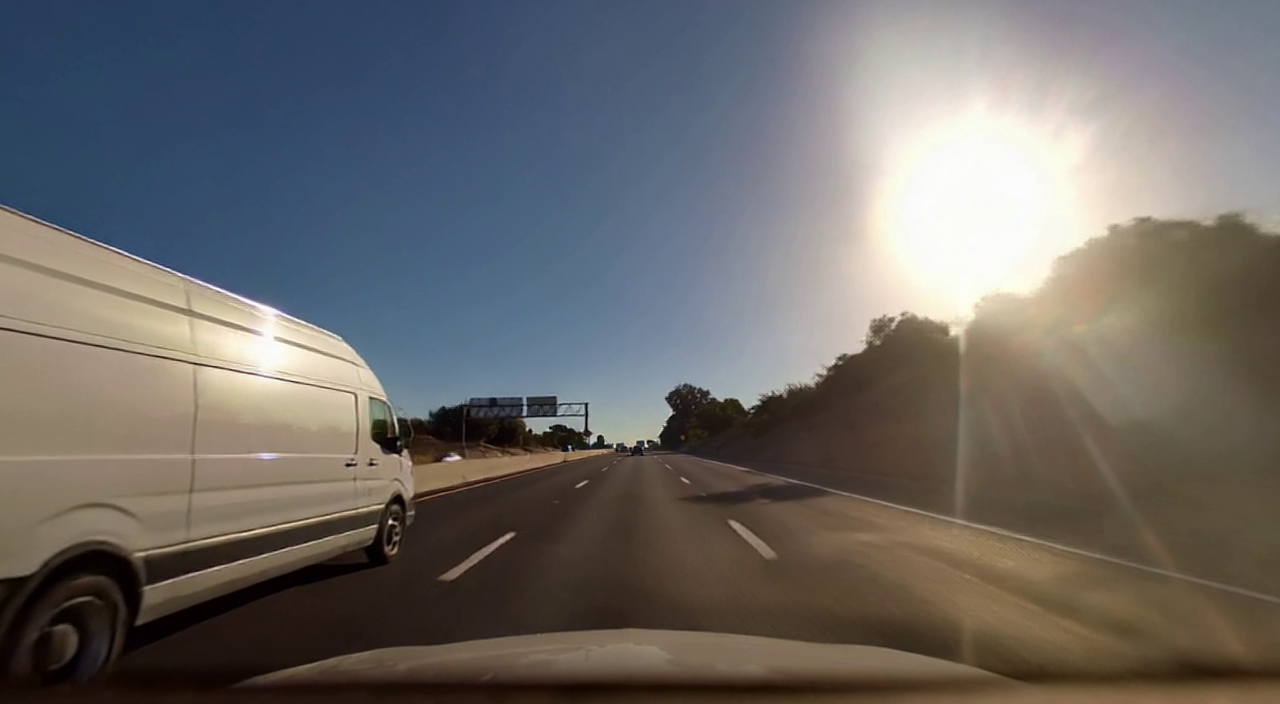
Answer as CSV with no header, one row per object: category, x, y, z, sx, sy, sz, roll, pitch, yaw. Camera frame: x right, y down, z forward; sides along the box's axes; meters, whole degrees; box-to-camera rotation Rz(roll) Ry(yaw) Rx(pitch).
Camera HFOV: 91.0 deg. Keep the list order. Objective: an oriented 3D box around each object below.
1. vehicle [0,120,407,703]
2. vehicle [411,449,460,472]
vehicle,-3.936,0.504,3.872,2.443,2.586,6.701,0,-8,0
vehicle,-14.807,7.849,45.751,2.009,1.537,4.411,0,-8,0
